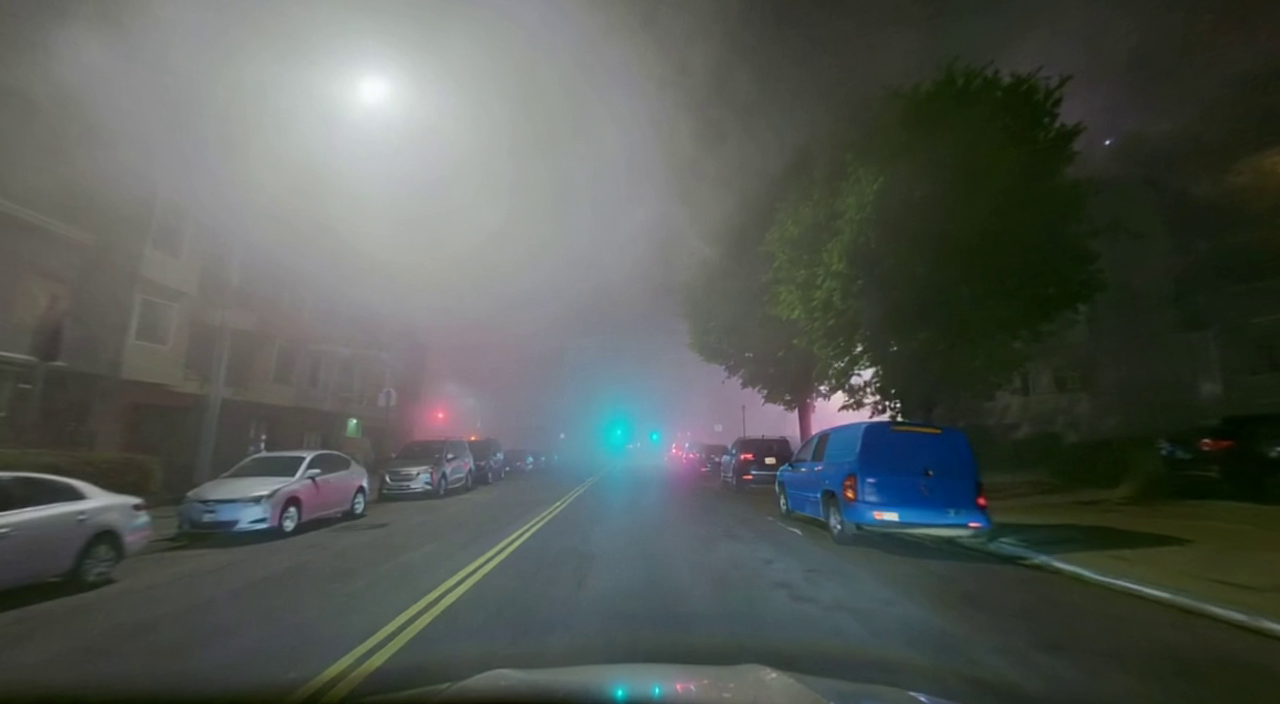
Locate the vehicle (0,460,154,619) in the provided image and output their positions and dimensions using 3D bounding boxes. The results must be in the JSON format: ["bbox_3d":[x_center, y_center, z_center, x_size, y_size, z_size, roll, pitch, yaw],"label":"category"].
[{"bbox_3d":[-6.799,1.680,5.369,1.822,1.411,4.389,0,-9,0],"label":"vehicle"}]

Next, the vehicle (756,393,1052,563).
[{"bbox_3d":[3.274,1.713,9.250,2.118,1.793,4.885,0,-9,-1],"label":"vehicle"}]

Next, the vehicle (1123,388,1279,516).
[{"bbox_3d":[10.525,1.683,10.805,4.406,1.796,2.127,5,-10,-34],"label":"vehicle"}]

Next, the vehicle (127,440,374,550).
[{"bbox_3d":[-6.841,2.501,11.766,1.938,1.654,4.130,0,-9,0],"label":"vehicle"}]

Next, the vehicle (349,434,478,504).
[{"bbox_3d":[-6.753,3.534,19.517,2.224,1.849,4.772,0,-9,0],"label":"vehicle"}]

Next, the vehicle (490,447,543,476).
[{"bbox_3d":[-6.737,5.991,34.855,1.913,1.479,4.714,-1,-9,1],"label":"vehicle"}]
